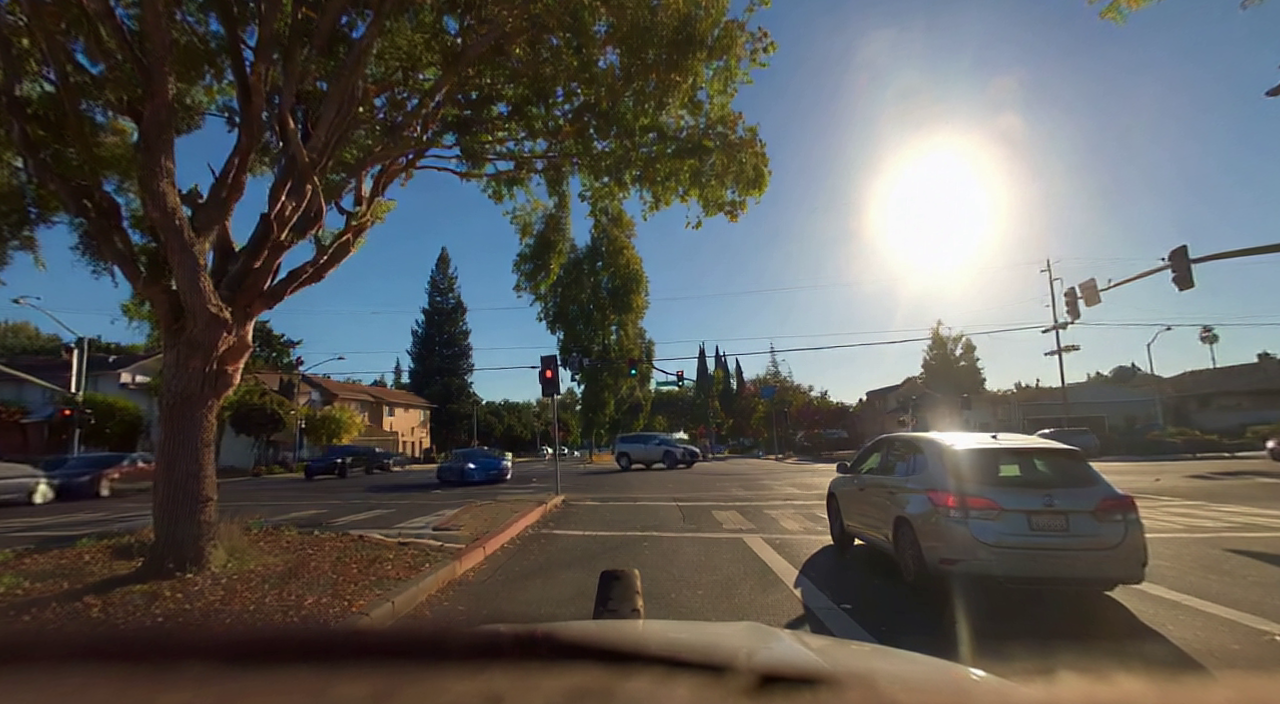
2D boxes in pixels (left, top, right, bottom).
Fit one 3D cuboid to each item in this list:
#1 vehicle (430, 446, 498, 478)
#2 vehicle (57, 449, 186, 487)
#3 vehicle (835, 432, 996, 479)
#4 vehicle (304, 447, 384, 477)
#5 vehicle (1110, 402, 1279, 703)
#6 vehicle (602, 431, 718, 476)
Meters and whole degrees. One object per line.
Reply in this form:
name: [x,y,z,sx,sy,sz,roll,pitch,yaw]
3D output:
vehicle: [-7.976,4.898,28.235,1.921,1.304,4.050,5,-10,-30]
vehicle: [-22.428,5.002,27.413,1.863,1.462,4.418,0,-8,0]
vehicle: [9.824,3.682,22.491,5.017,1.515,2.006,-5,-10,29]
vehicle: [-15.584,5.780,33.312,1.981,1.438,4.607,0,-8,0]
vehicle: [3.085,0.668,0.492,1.990,1.454,4.490,0,-8,1]
vehicle: [0.803,4.535,28.230,4.958,1.842,2.276,-8,-12,44]
